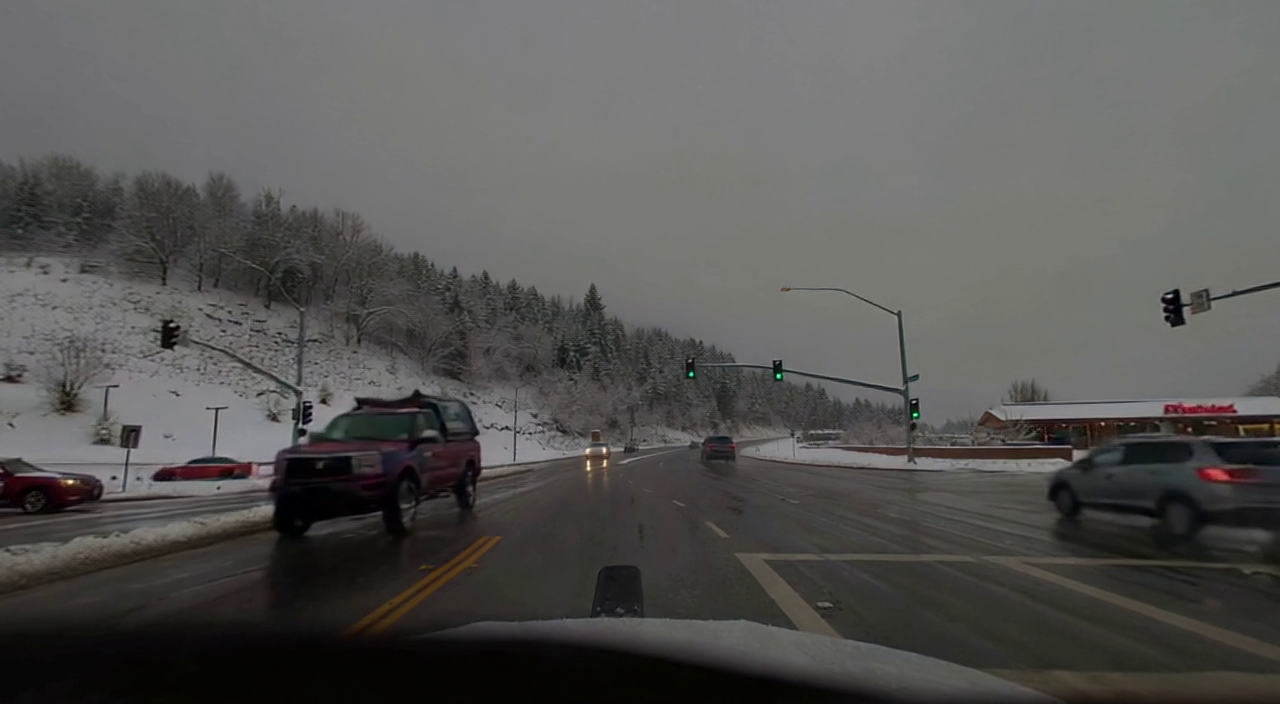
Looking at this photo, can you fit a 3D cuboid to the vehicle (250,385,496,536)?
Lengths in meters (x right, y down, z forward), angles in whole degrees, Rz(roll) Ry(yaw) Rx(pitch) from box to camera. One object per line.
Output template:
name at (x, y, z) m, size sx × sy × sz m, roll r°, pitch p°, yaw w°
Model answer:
vehicle at (-4.834, 2.119, 12.811) m, size 2.318 × 2.325 × 5.910 m, roll 0°, pitch -8°, yaw 1°

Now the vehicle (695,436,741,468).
vehicle at (5.605, 7.242, 45.816) m, size 2.388 × 2.201 × 5.139 m, roll 1°, pitch -9°, yaw -3°

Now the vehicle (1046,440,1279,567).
vehicle at (9.957, 2.540, 11.400) m, size 2.273 × 1.839 × 4.218 m, roll 0°, pitch -8°, yaw -1°

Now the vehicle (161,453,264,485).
vehicle at (-24.613, 6.705, 36.367) m, size 4.336 × 1.706 × 2.069 m, roll 2°, pitch -9°, yaw -11°

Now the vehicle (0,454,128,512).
vehicle at (-19.792, 4.212, 20.490) m, size 4.440 × 1.748 × 2.033 m, roll 0°, pitch -9°, yaw 1°
